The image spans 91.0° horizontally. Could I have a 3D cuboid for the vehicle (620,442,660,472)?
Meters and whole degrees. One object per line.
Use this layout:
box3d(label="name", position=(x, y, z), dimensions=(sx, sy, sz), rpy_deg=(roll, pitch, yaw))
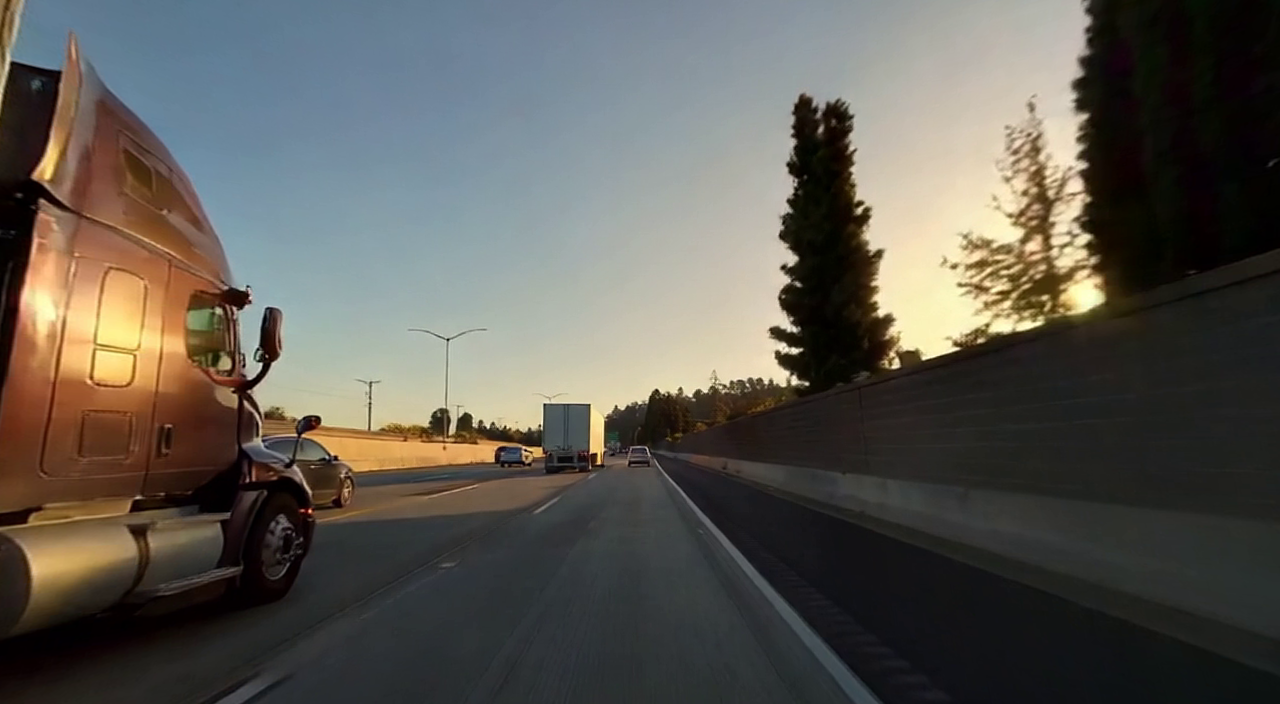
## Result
box3d(label="vehicle", position=(0.024, 6.128, 36.915), dimensions=(2.178, 1.640, 4.071), rpy_deg=(0, -9, 1))

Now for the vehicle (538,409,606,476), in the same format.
box3d(label="vehicle", position=(-3.684, 5.292, 36.623), dimensions=(2.956, 3.331, 9.575), rpy_deg=(0, -9, 0))

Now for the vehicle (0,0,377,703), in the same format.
box3d(label="vehicle", position=(-3.745, -0.099, 0.299), dimensions=(3.025, 3.266, 9.256), rpy_deg=(0, -9, 1))

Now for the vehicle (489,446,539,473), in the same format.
box3d(label="vehicle", position=(-7.250, 6.205, 36.538), dimensions=(1.962, 1.489, 4.002), rpy_deg=(0, -9, 1))
